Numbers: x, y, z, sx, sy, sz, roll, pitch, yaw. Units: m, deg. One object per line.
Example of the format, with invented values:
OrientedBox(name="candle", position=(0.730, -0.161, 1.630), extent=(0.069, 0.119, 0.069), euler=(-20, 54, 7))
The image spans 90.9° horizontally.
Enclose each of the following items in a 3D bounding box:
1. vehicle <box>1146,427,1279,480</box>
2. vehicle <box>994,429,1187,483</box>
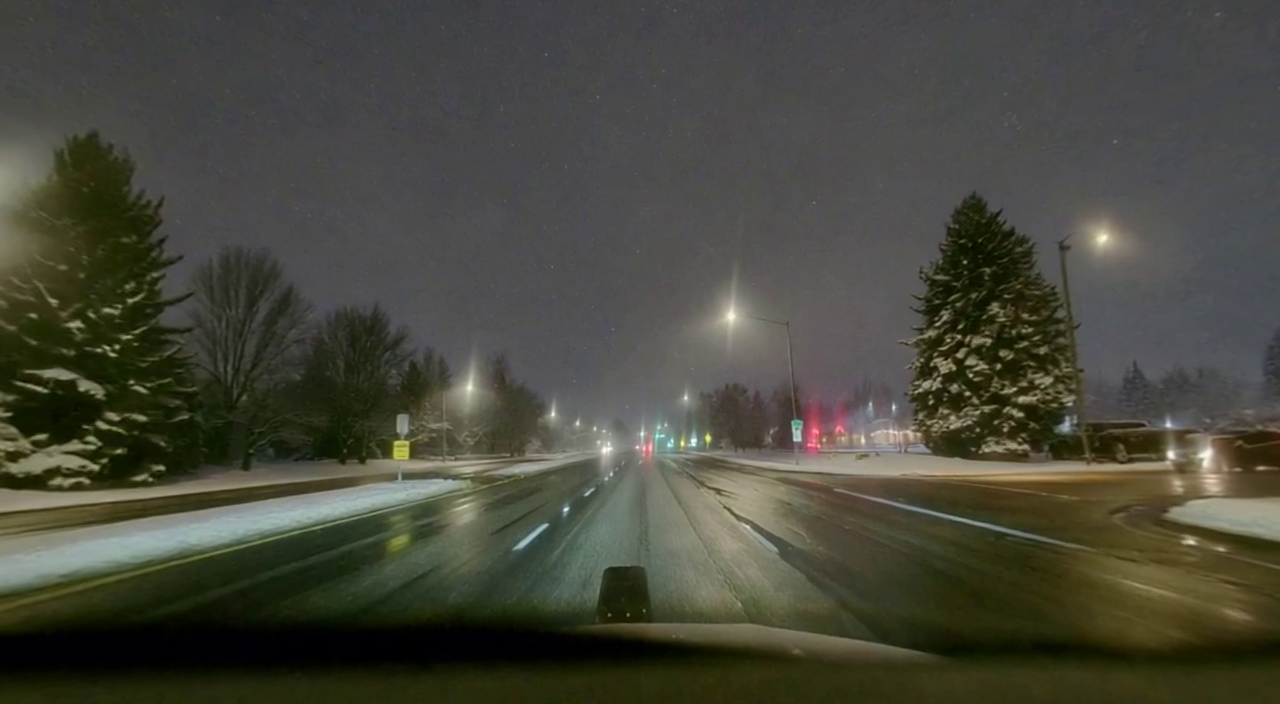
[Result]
OrientedBox(name="vehicle", position=(22.993, 4.004, 25.161), extent=(3.449, 1.863, 2.299), euler=(-3, -7, 6))
OrientedBox(name="vehicle", position=(17.966, 4.146, 25.428), extent=(5.770, 1.844, 2.360), euler=(-3, -7, 5))
